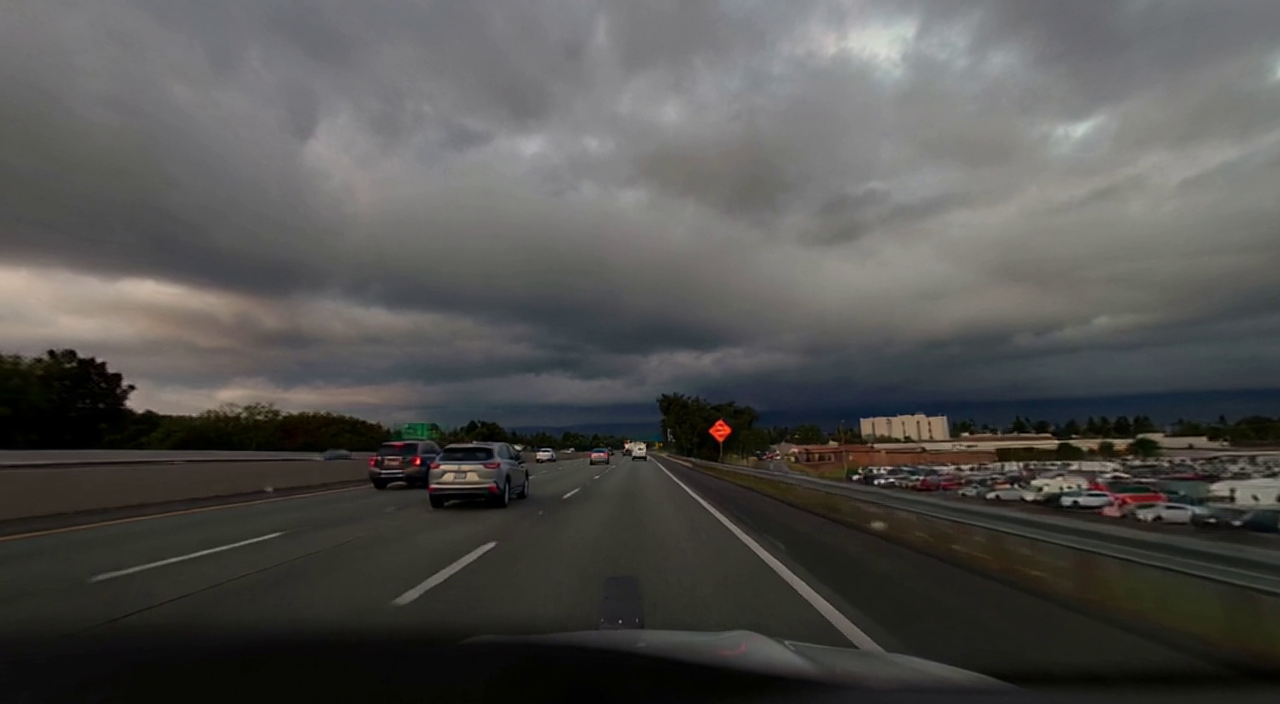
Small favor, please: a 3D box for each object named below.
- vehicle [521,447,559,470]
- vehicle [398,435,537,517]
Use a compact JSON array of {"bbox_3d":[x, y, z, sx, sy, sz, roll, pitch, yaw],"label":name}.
[{"bbox_3d":[-7.492,8.056,47.773,2.046,1.644,4.422,0,-9,1],"label":"vehicle"},{"bbox_3d":[-3.910,2.891,15.171,2.070,1.665,4.213,0,-9,1],"label":"vehicle"}]
